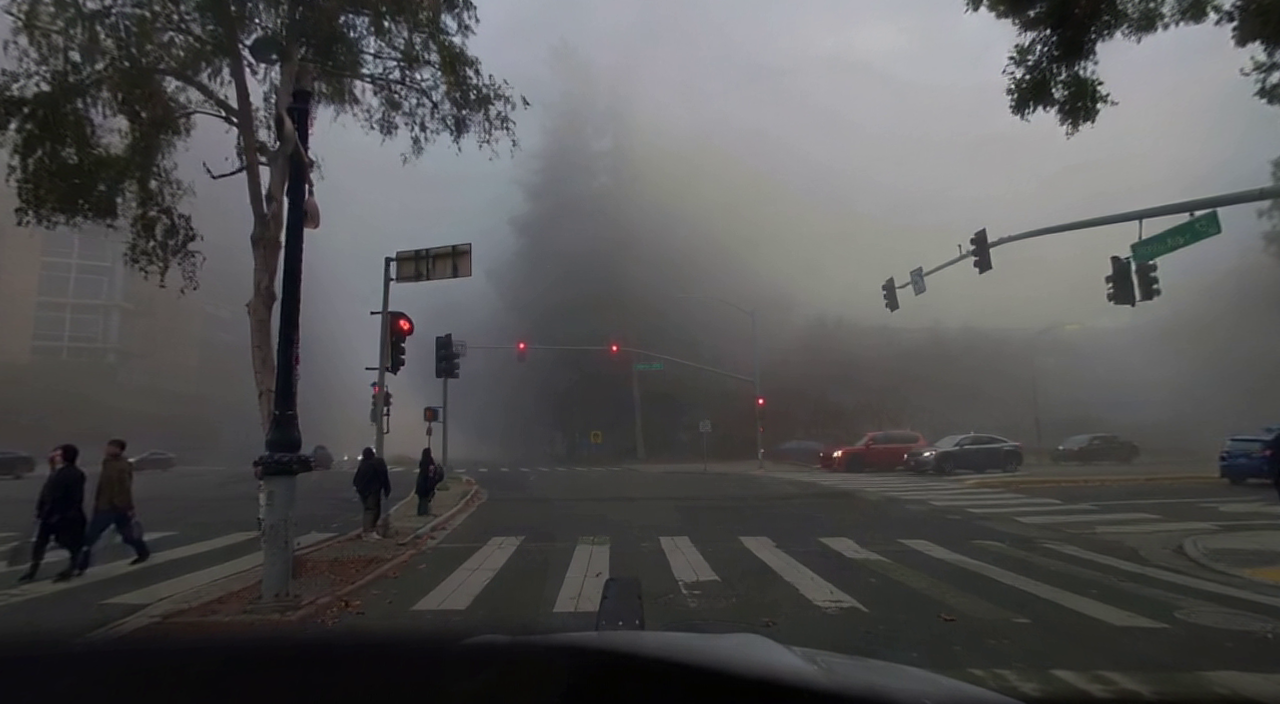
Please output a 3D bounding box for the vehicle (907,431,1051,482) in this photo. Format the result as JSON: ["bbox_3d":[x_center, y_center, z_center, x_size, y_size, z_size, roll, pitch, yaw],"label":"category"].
[{"bbox_3d":[12.894,3.923,24.046,4.742,1.762,2.180,3,-9,-22],"label":"vehicle"}]

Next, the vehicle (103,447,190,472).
[{"bbox_3d":[-31.030,6.757,39.936,1.811,1.438,4.812,0,-8,-2],"label":"vehicle"}]

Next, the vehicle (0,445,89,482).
[{"bbox_3d":[-26.954,4.781,27.410,2.006,1.459,4.720,0,-8,-4],"label":"vehicle"}]

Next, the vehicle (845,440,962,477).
[{"bbox_3d":[11.438,4.623,27.562,4.317,1.491,1.896,1,-9,-11],"label":"vehicle"}]

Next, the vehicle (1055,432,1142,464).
[{"bbox_3d":[28.043,5.922,38.882,2.066,1.821,4.509,0,-8,2],"label":"vehicle"}]

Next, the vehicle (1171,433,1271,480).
[{"bbox_3d":[20.993,3.727,22.773,4.312,1.540,2.007,7,-11,-40],"label":"vehicle"}]
